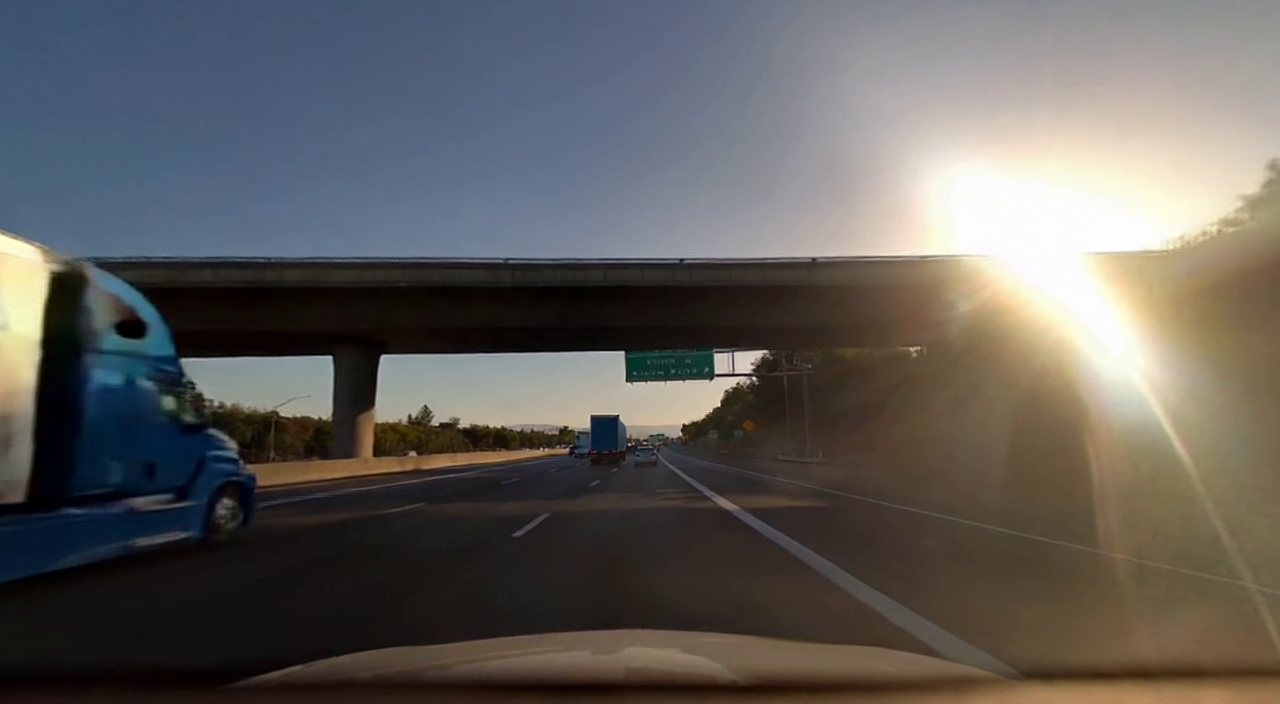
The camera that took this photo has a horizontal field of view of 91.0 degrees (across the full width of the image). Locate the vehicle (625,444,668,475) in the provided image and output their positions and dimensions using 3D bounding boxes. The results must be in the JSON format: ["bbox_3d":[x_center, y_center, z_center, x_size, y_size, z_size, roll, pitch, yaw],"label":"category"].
[{"bbox_3d":[0.284,5.593,32.934,2.066,1.469,4.050,0,-9,-1],"label":"vehicle"}]

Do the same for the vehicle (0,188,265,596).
[{"bbox_3d":[-7.588,0.127,4.282,3.067,3.804,11.136,0,-9,1],"label":"vehicle"}]
